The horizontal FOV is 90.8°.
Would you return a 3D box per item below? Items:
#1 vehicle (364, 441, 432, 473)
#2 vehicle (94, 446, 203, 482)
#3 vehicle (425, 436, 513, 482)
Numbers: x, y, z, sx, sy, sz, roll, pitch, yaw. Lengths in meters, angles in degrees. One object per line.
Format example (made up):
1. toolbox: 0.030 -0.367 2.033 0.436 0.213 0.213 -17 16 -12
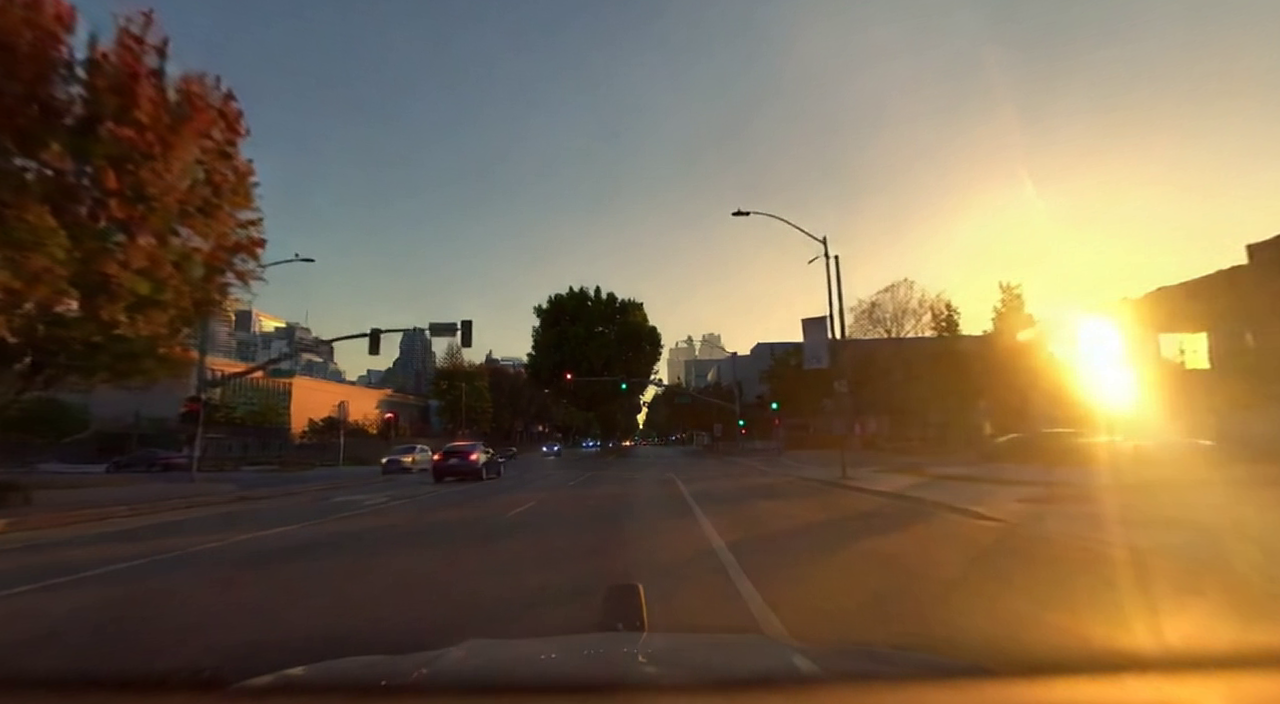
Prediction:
1. vehicle: -14.661 6.401 38.591 2.167 1.787 4.882 -1 -9 1
2. vehicle: -31.015 7.068 39.993 4.957 1.928 2.203 -2 -8 -5
3. vehicle: -6.947 4.392 26.270 2.262 1.708 4.466 -1 -9 2
